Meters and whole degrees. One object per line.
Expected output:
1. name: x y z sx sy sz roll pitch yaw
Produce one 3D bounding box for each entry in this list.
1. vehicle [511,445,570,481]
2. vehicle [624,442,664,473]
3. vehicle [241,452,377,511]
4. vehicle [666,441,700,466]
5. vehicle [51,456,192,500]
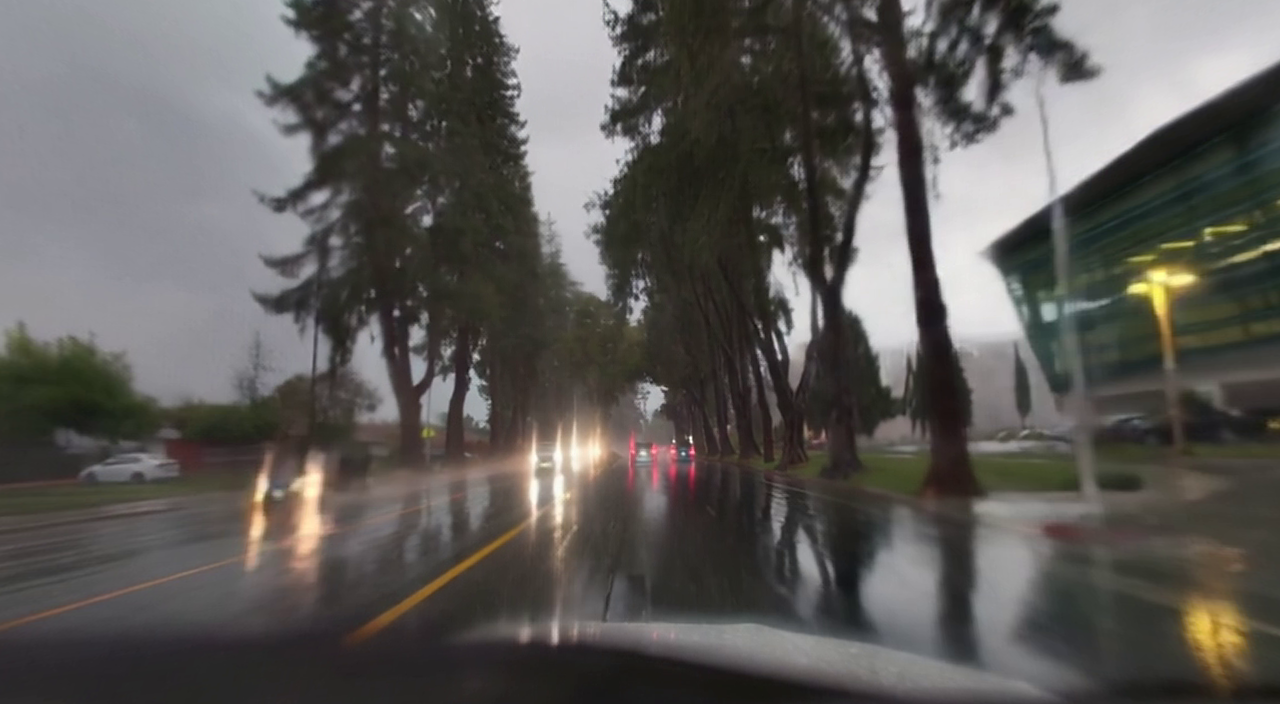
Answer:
1. vehicle: -4.373 4.947 28.455 2.014 1.487 4.591 0 -9 -1
2. vehicle: 0.202 5.884 35.354 2.109 1.612 3.963 0 -9 0
3. vehicle: -9.573 3.731 18.646 1.889 1.506 3.911 0 -9 0
4. vehicle: 3.203 7.670 47.670 2.189 1.766 4.495 0 -9 -1
5. vehicle: -21.581 5.217 26.358 4.152 1.686 1.873 0 -9 -2
